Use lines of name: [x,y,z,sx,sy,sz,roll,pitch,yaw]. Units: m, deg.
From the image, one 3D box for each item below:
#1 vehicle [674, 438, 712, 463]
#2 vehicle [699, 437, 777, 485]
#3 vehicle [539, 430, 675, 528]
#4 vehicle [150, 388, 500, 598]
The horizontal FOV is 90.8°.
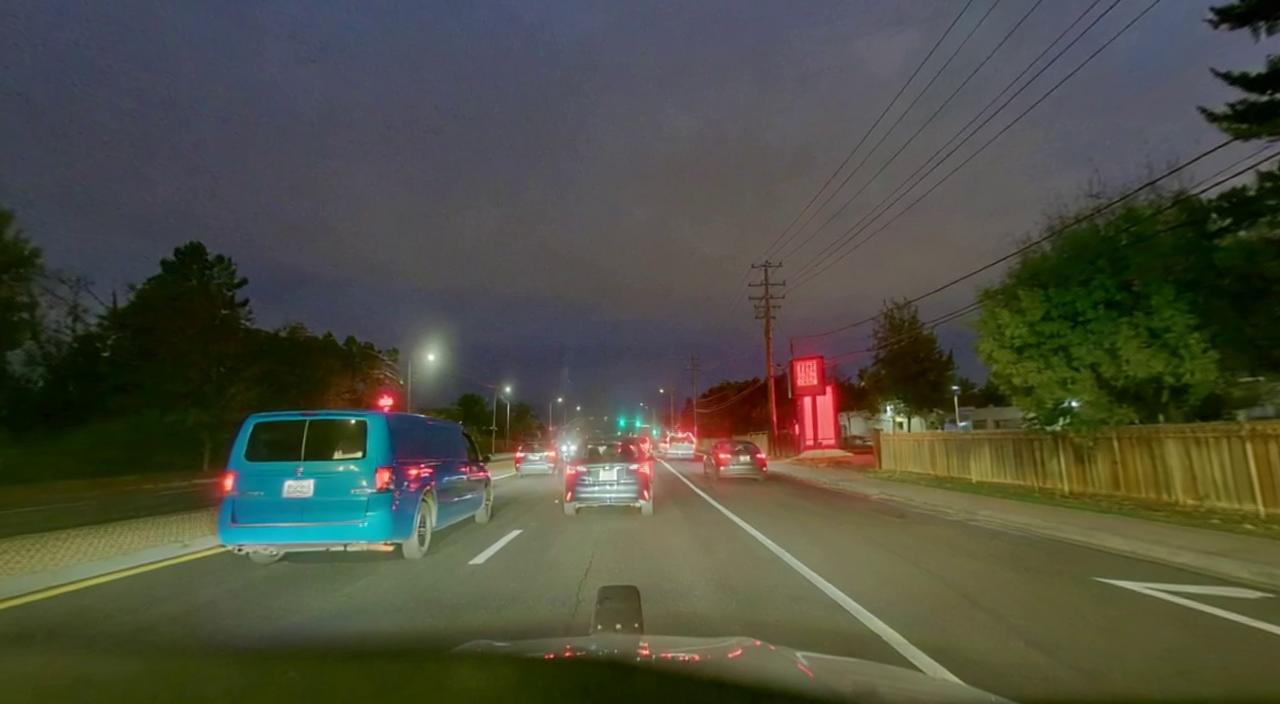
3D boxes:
vehicle: [3.230,6.152,39.514,1.841,1.456,4.237,0,-9,-2]
vehicle: [3.273,3.750,22.008,1.878,1.479,4.461,0,-9,-1]
vehicle: [-0.559,2.262,11.767,2.097,1.511,3.809,0,-9,-1]
vehicle: [-3.309,1.595,8.030,2.092,1.839,4.736,0,-9,-2]
